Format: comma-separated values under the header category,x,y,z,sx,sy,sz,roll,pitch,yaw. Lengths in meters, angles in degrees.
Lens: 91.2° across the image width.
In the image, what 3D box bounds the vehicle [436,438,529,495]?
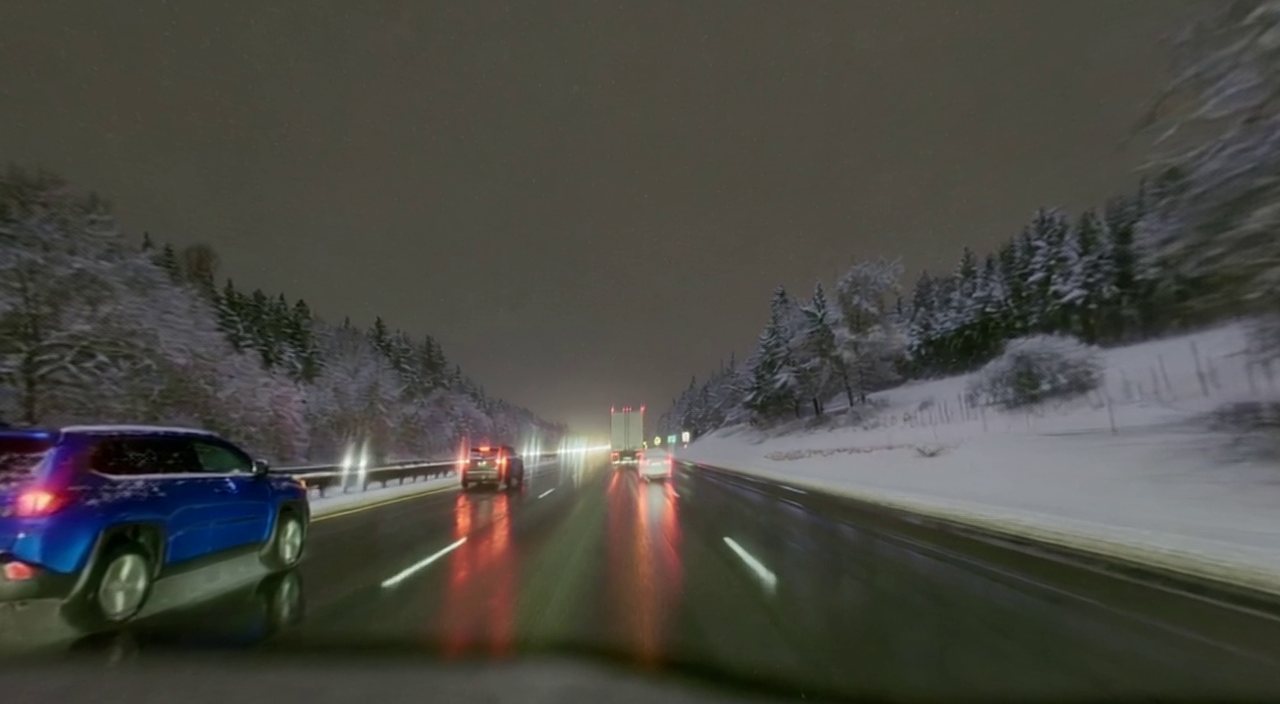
category,x,y,z,sx,sy,sz,roll,pitch,yaw
vehicle,-5.070,3.741,20.767,2.035,1.664,4.064,0,-9,0

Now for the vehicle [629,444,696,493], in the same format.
category,x,y,z,sx,sy,sz,roll,pitch,yaw
vehicle,0.647,3.886,21.233,2.026,1.489,4.045,0,-9,-1

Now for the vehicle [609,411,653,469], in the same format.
category,x,y,z,sx,sy,sz,roll,pitch,yaw
vehicle,-0.819,7.090,49.986,3.113,4.066,10.786,0,-9,-2

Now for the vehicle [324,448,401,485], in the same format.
category,x,y,z,sx,sy,sz,roll,pitch,yaw
vehicle,-13.210,5.449,30.129,1.899,1.597,4.062,0,-9,-1

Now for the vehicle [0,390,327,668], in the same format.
category,x,y,z,sx,sy,sz,roll,pitch,yaw
vehicle,-4.959,1.376,5.700,2.100,1.671,4.105,0,-9,0
